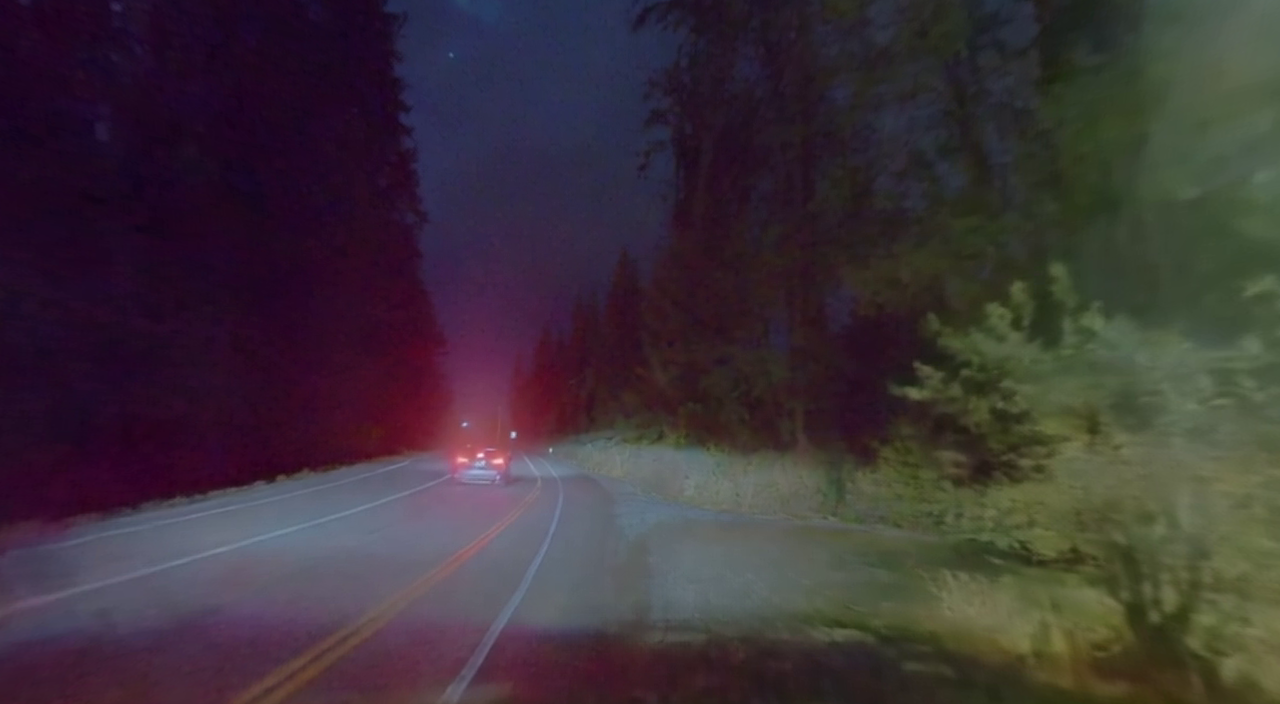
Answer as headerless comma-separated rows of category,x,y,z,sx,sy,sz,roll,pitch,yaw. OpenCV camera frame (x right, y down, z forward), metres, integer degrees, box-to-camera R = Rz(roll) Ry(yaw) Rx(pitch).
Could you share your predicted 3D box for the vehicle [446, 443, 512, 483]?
vehicle,-6.517,4.512,26.059,2.042,1.483,4.288,1,-9,-7
